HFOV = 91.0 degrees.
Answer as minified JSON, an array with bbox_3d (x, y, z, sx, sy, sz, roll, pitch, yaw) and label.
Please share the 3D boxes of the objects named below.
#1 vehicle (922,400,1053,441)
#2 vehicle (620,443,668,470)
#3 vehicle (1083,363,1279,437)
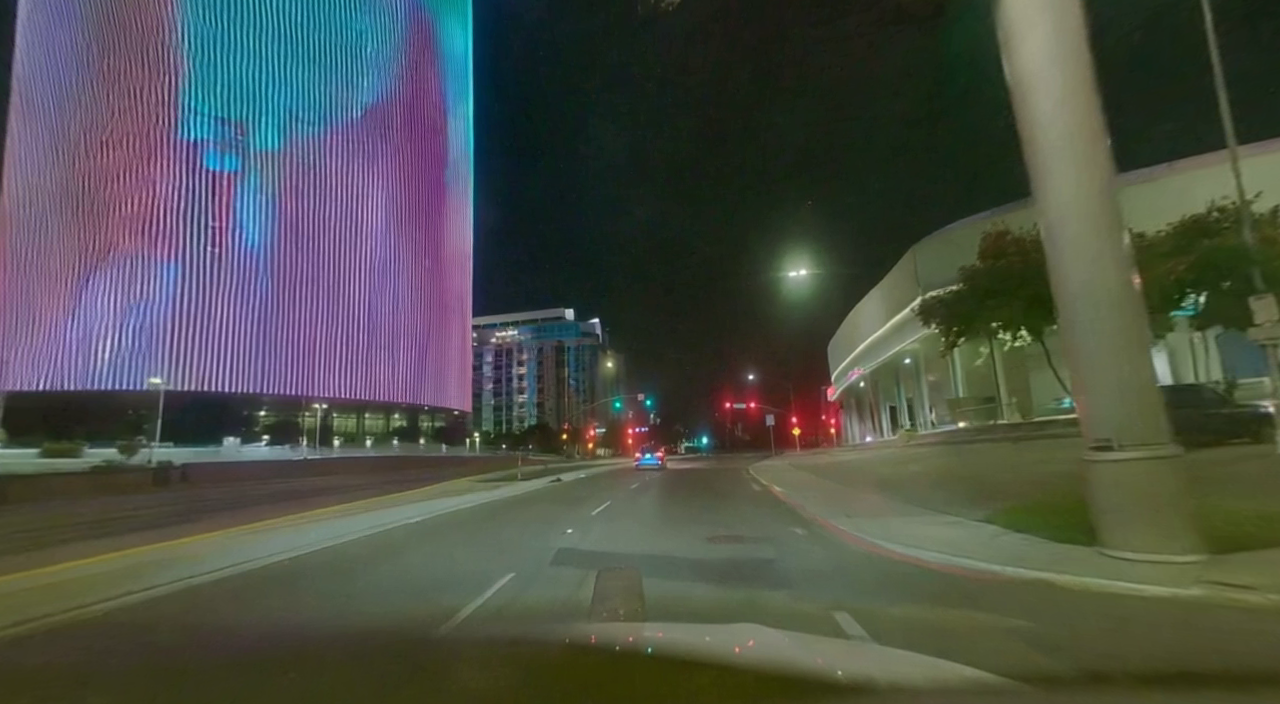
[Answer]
[{"bbox_3d":[15.352,3.081,28.040,4.586,1.716,1.992,-1,-9,6],"label":"vehicle"},{"bbox_3d":[0.303,6.056,36.715,1.971,1.486,4.380,-2,-9,11],"label":"vehicle"},{"bbox_3d":[13.821,1.189,15.311,4.493,1.510,1.860,-3,-9,6],"label":"vehicle"}]
